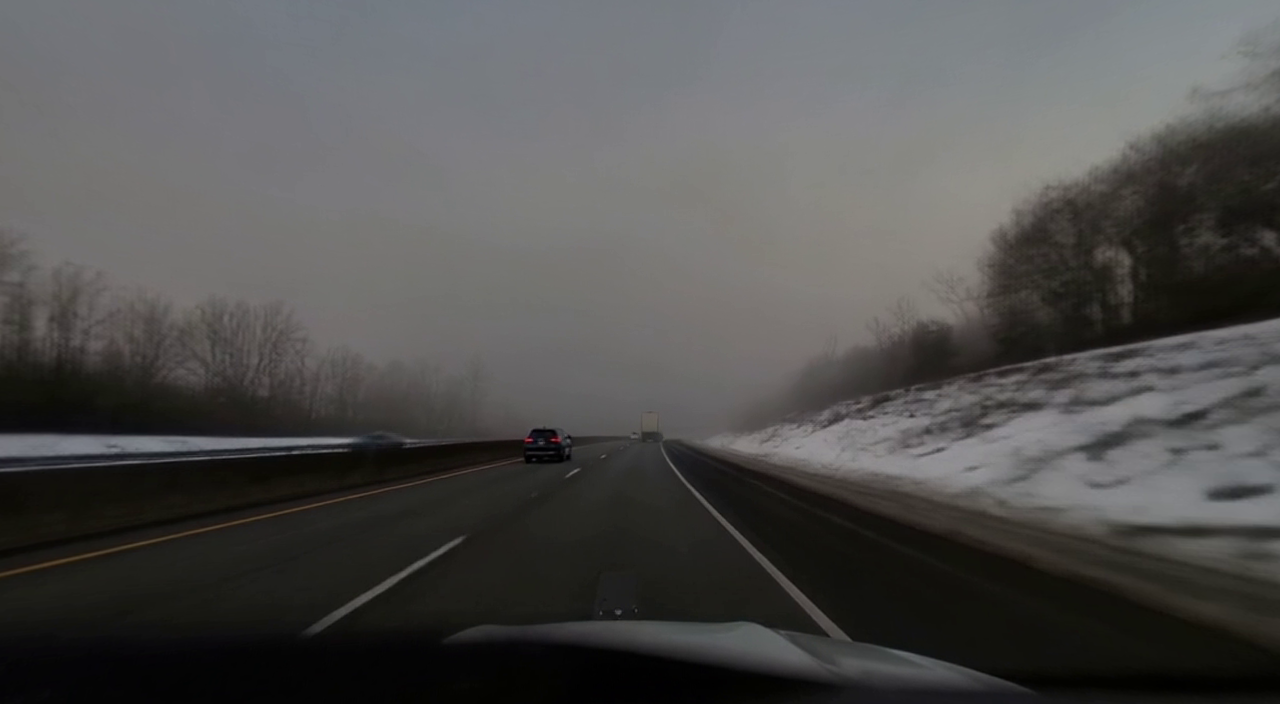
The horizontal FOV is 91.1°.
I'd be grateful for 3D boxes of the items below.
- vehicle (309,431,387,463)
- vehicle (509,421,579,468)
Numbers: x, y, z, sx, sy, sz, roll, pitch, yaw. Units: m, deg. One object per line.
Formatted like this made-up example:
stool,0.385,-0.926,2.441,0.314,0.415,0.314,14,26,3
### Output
vehicle,-15.132,4.940,32.899,1.848,1.505,4.527,0,-8,1
vehicle,-3.690,3.656,24.966,2.018,1.678,4.312,0,-8,1
